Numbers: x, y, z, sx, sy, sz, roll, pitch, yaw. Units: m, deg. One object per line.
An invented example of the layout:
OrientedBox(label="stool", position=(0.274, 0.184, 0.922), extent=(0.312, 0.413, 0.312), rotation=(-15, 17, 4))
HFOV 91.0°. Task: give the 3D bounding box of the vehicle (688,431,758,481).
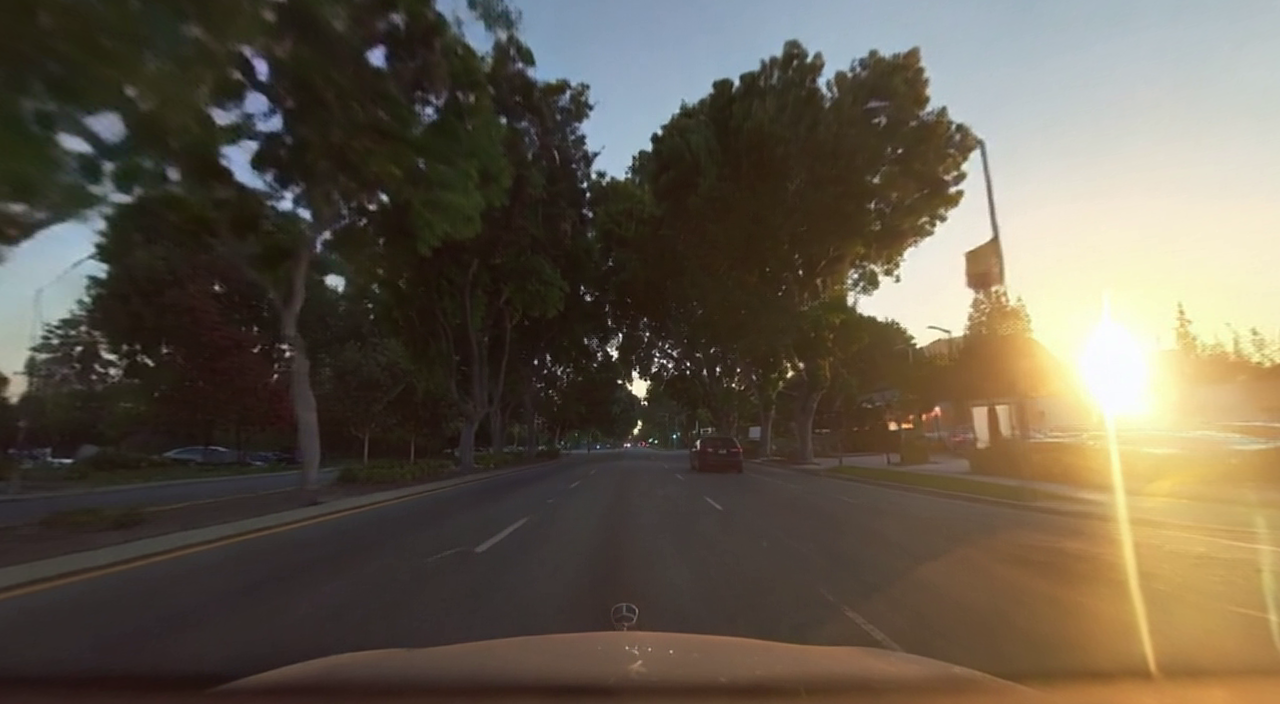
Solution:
OrientedBox(label="vehicle", position=(3.148, 4.056, 24.856), extent=(2.083, 1.743, 4.354), rotation=(1, -8, -1))
